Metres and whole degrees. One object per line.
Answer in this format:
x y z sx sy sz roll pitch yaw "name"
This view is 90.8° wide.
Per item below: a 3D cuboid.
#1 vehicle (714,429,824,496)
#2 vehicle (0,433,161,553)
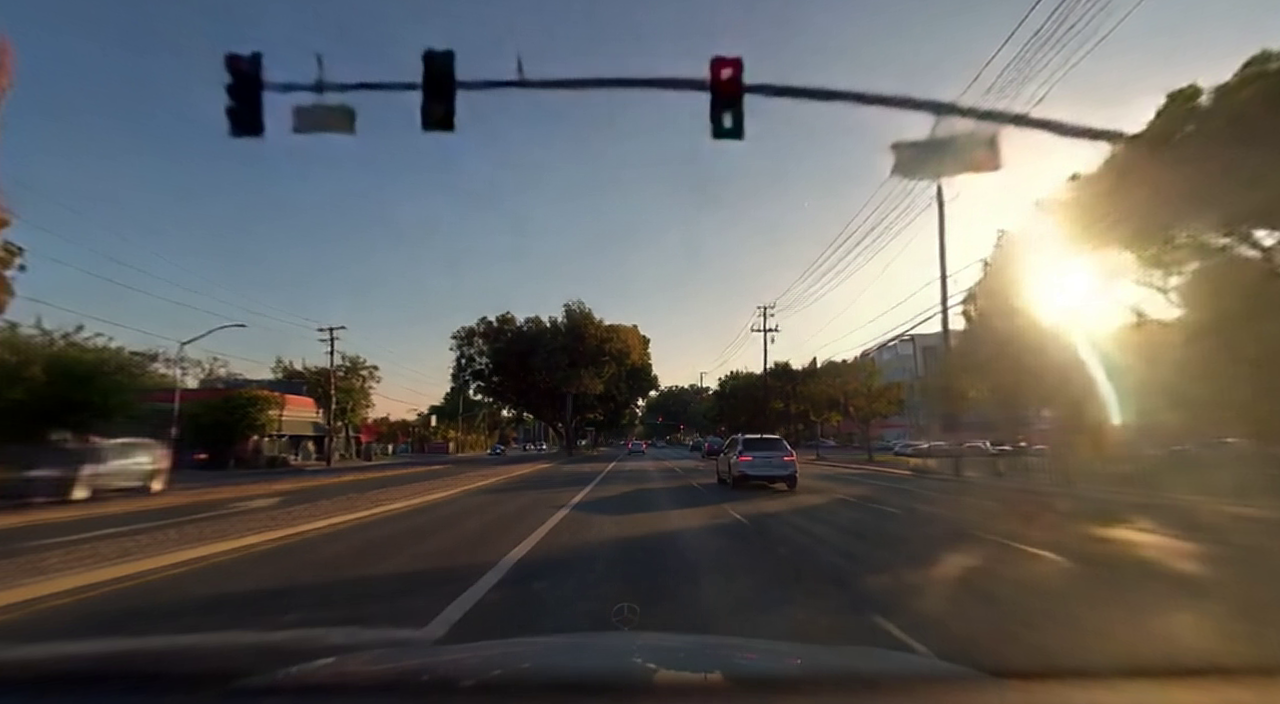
3.547 3.128 18.230 2.128 1.699 4.222 0 -8 -2 "vehicle"
-9.146 1.943 8.729 1.816 1.478 4.404 -2 -6 -3 "vehicle"
